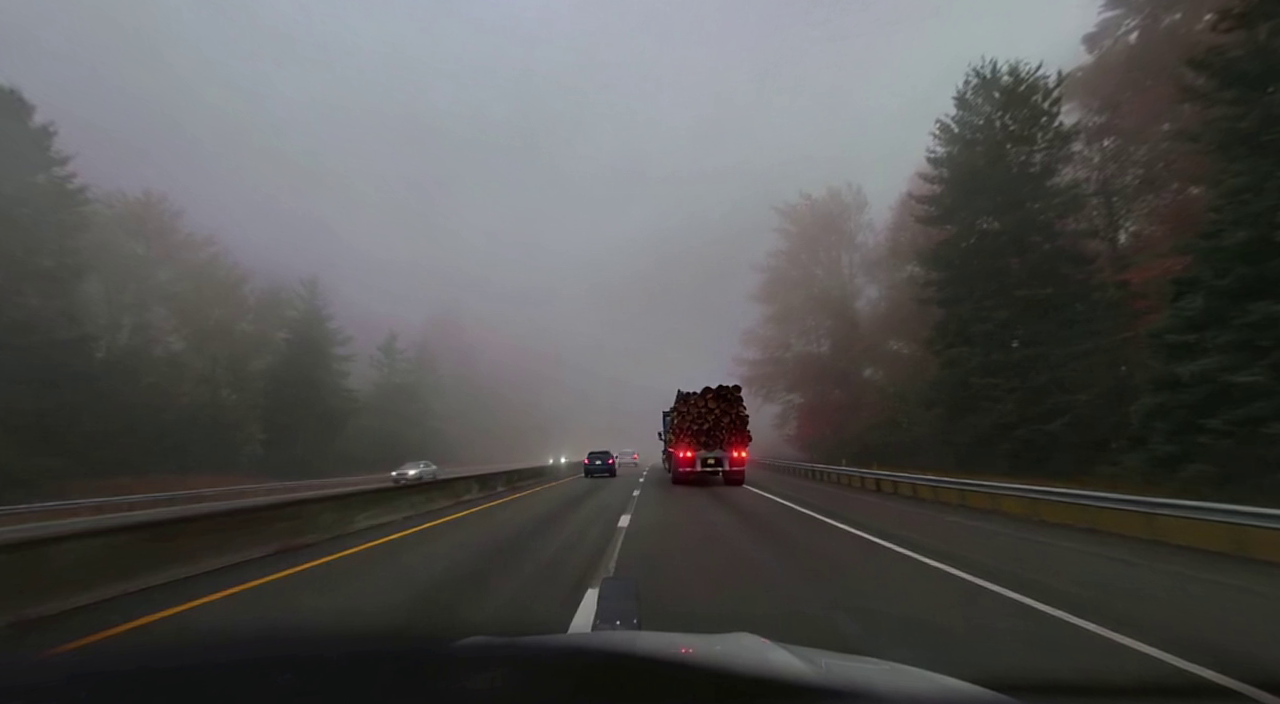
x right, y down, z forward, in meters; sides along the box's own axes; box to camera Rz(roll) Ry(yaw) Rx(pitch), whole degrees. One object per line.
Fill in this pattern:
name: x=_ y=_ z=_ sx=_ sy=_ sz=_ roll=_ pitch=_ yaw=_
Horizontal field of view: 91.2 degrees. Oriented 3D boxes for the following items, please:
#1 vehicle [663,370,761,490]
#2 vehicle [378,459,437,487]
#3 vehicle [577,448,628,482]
vehicle: x=2.501 y=3.217 z=24.918 sx=3.004 sy=3.923 sz=8.363 roll=-1 pitch=-9 yaw=1
vehicle: x=-14.018 y=7.334 z=38.071 sx=1.845 sy=1.502 sz=4.115 roll=-1 pitch=-9 yaw=2
vehicle: x=-1.746 y=5.457 z=30.554 sx=2.099 sy=1.506 sz=4.097 roll=-1 pitch=-9 yaw=2
